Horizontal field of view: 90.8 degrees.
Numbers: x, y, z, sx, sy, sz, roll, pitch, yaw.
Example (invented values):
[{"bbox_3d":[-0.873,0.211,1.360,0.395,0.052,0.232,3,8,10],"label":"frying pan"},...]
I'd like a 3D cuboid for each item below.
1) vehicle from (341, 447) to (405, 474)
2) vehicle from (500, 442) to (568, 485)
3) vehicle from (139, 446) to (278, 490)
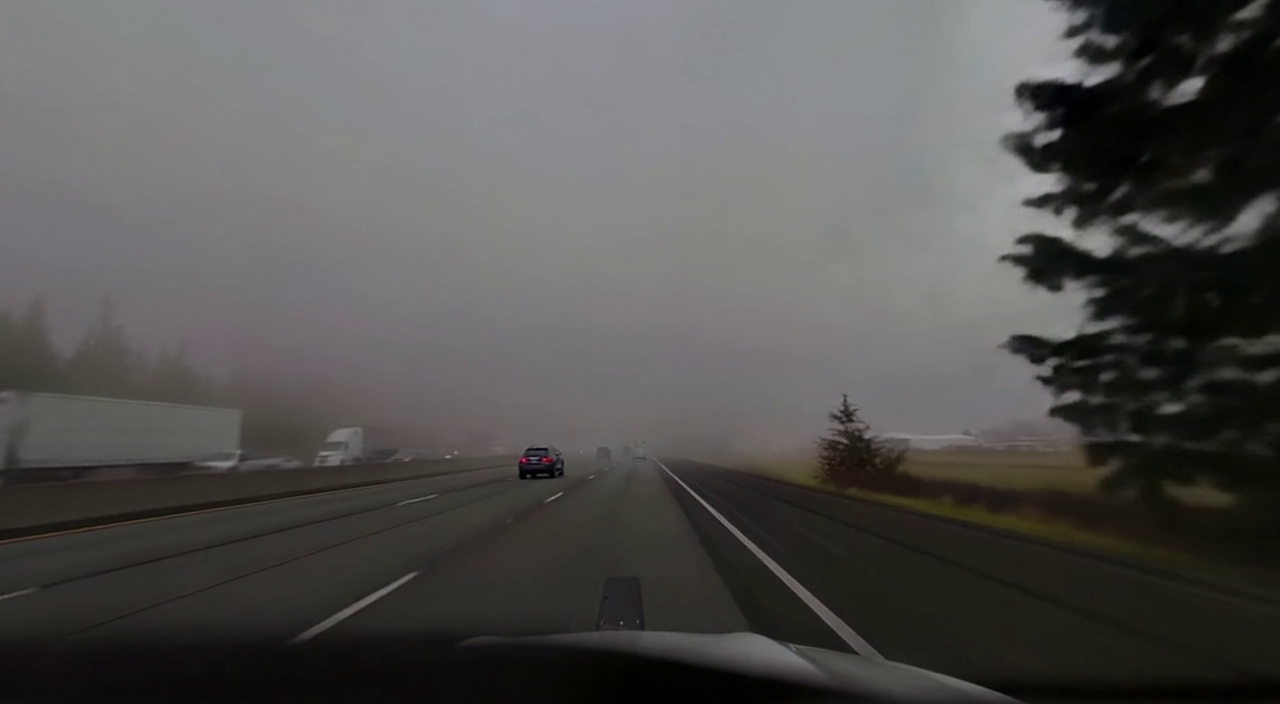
[{"bbox_3d":[-15.967,6.494,37.968,1.925,1.526,4.370,0,-9,0],"label":"vehicle"},{"bbox_3d":[-4.140,4.430,25.338,1.954,1.541,4.079,0,-9,1],"label":"vehicle"},{"bbox_3d":[-16.047,4.322,23.836,2.078,1.493,4.427,0,-9,1],"label":"vehicle"}]
